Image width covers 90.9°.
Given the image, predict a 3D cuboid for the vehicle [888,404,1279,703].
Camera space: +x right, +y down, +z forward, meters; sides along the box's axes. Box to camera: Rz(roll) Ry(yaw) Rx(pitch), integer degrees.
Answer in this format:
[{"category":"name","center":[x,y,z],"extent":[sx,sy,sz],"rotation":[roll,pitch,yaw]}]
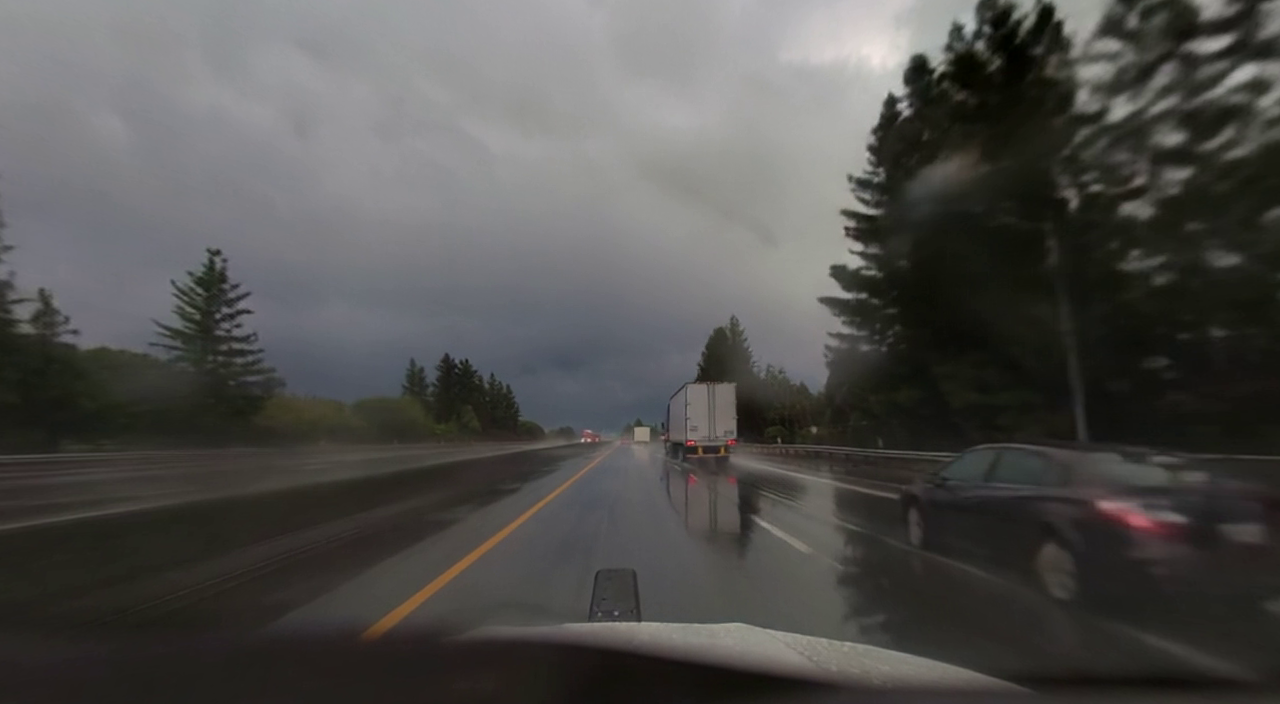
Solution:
[{"category":"vehicle","center":[3.657,1.223,4.621],"extent":[1.984,1.482,3.833],"rotation":[0,-8,-2]}]

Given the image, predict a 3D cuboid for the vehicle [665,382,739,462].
[{"category":"vehicle","center":[3.329,4.245,37.213],"extent":[2.911,3.994,10.840],"rotation":[0,-8,-2]}]
